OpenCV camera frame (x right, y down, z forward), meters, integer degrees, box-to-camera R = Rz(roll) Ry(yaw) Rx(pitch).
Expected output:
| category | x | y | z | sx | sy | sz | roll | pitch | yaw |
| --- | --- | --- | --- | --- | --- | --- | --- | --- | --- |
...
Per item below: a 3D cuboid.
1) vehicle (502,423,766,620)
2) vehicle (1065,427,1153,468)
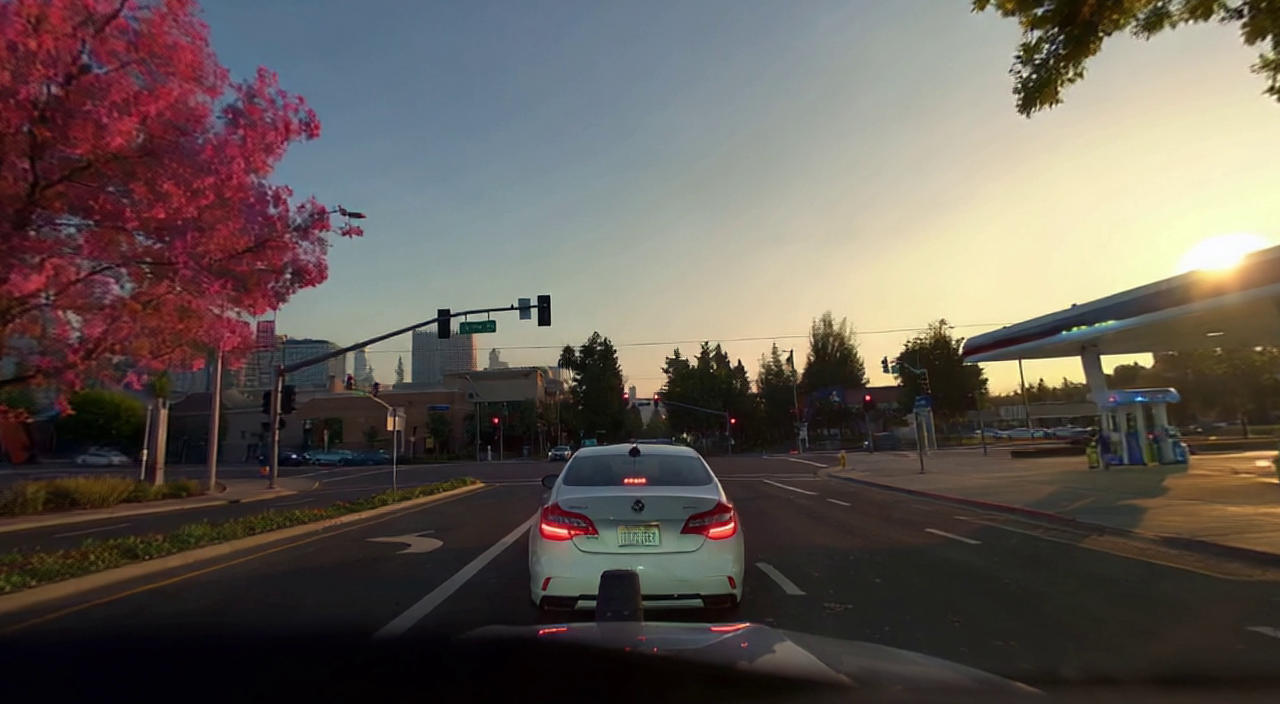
| category | x | y | z | sx | sy | sz | roll | pitch | yaw |
| --- | --- | --- | --- | --- | --- | --- | --- | --- | --- |
| vehicle | -0.049 | 1.597 | 6.906 | 2.010 | 1.482 | 4.057 | 0 | -8 | 0 |
| vehicle | 18.587 | 3.759 | 24.904 | 4.091 | 1.495 | 2.053 | 8 | -12 | -44 |
